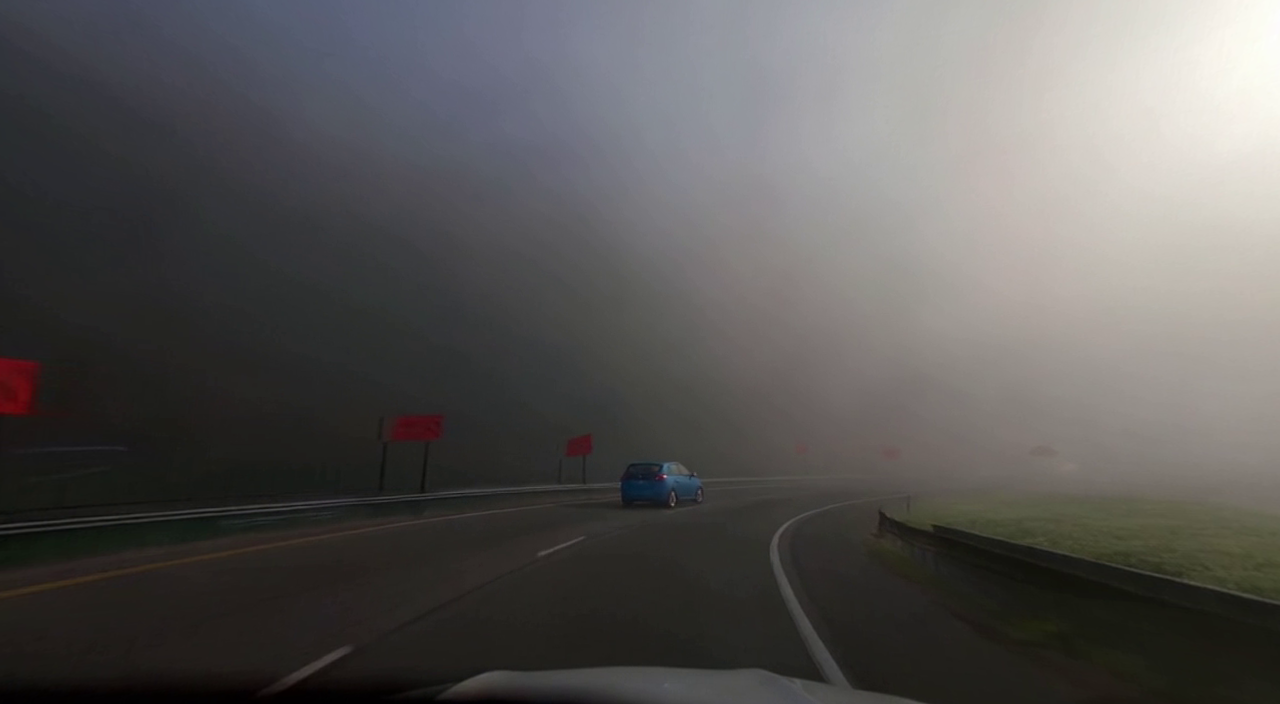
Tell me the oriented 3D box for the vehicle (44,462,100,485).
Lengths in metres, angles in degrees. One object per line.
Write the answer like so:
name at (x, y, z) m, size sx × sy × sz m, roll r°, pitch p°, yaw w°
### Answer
vehicle at (-39.898, 8.531, 44.361) m, size 1.758 × 1.470 × 3.823 m, roll 5°, pitch -11°, yaw -25°

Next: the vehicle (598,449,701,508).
vehicle at (0.457, 4.101, 20.661) m, size 1.997 × 1.692 × 4.422 m, roll -3°, pitch -11°, yaw 20°
